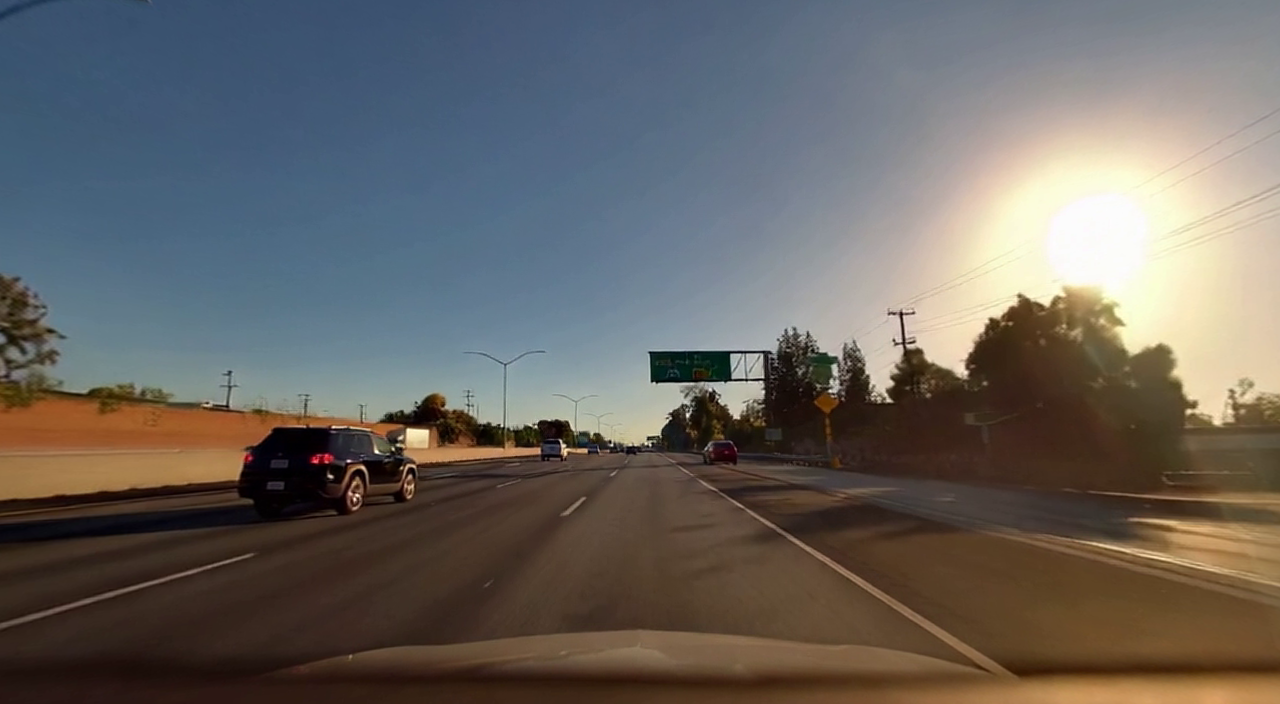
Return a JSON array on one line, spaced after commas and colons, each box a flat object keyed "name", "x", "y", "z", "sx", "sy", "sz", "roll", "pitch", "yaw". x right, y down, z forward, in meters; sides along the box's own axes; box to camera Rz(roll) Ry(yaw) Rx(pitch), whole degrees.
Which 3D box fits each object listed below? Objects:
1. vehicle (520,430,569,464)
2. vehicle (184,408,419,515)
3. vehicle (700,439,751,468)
[{"name": "vehicle", "x": -5.888, "y": 5.970, "z": 39.559, "sx": 2.255, "sy": 1.934, "sz": 4.868, "roll": 0, "pitch": -9, "yaw": 1}, {"name": "vehicle", "x": -6.293, "y": 2.118, "z": 12.521, "sx": 2.058, "sy": 1.698, "sz": 4.567, "roll": 0, "pitch": -9, "yaw": 1}, {"name": "vehicle", "x": 4.717, "y": 5.677, "z": 35.334, "sx": 2.251, "sy": 1.520, "sz": 4.550, "roll": 0, "pitch": -9, "yaw": 0}]
